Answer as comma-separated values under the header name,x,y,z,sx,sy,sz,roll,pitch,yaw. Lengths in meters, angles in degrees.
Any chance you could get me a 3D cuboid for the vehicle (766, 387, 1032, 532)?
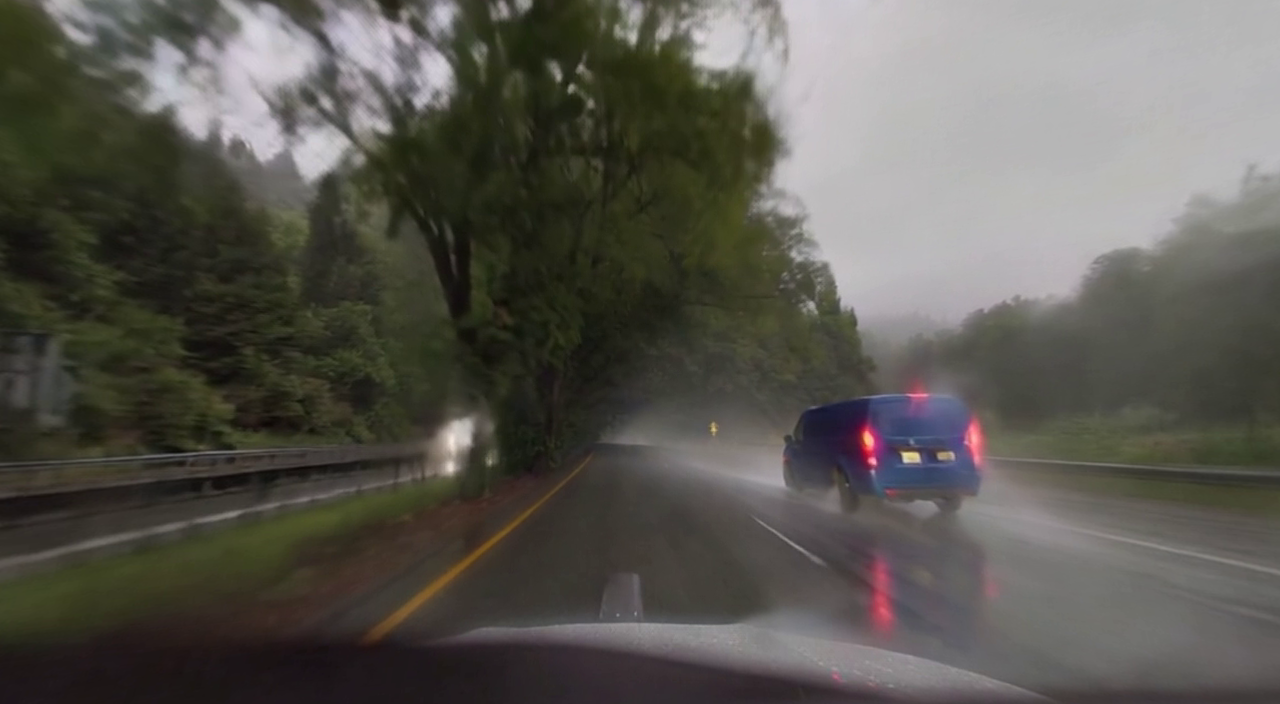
name,x,y,z,sx,sy,sz,roll,pitch,yaw
vehicle,3.701,1.638,10.208,2.240,1.801,4.545,0,-8,-2
